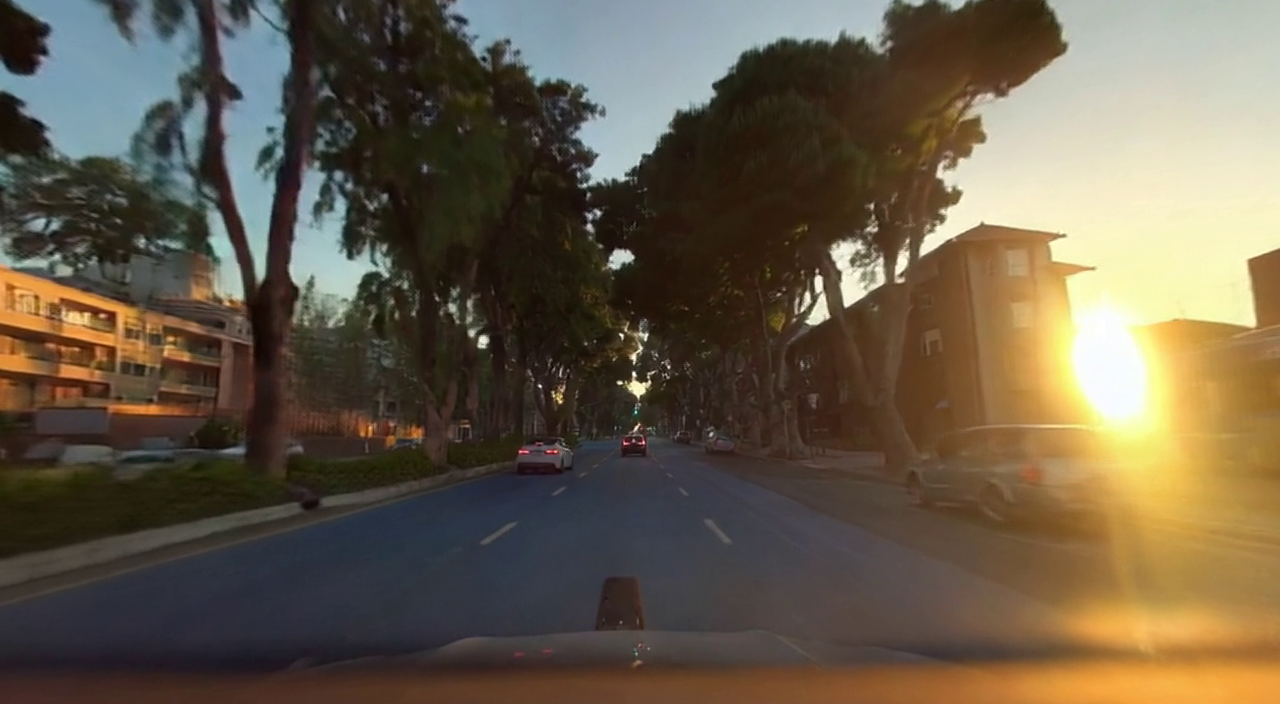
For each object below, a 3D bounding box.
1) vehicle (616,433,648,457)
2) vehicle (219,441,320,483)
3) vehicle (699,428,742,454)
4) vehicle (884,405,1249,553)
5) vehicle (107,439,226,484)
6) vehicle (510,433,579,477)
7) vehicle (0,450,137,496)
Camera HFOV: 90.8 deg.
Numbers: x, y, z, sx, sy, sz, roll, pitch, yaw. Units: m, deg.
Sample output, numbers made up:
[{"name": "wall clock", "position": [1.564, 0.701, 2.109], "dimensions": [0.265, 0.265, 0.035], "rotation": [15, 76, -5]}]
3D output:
[{"name": "vehicle", "position": [-0.511, 6.182, 42.109], "dimensions": [1.999, 1.520, 3.896], "rotation": [0, -8, 0]}, {"name": "vehicle", "position": [-15.307, 4.536, 26.370], "dimensions": [1.806, 1.590, 4.151], "rotation": [0, -8, -2]}, {"name": "vehicle", "position": [5.964, 6.743, 47.752], "dimensions": [2.390, 1.816, 6.050], "rotation": [0, -8, -1]}, {"name": "vehicle", "position": [6.378, 1.984, 10.728], "dimensions": [2.206, 1.803, 5.753], "rotation": [0, -8, 0]}, {"name": "vehicle", "position": [-21.853, 5.070, 29.475], "dimensions": [1.947, 1.857, 4.851], "rotation": [-1, -9, -3]}, {"name": "vehicle", "position": [-3.546, 3.894, 24.161], "dimensions": [1.934, 1.522, 4.287], "rotation": [0, -8, 0]}, {"name": "vehicle", "position": [-22.142, 4.499, 23.966], "dimensions": [2.137, 1.493, 4.852], "rotation": [0, -8, -1]}]
